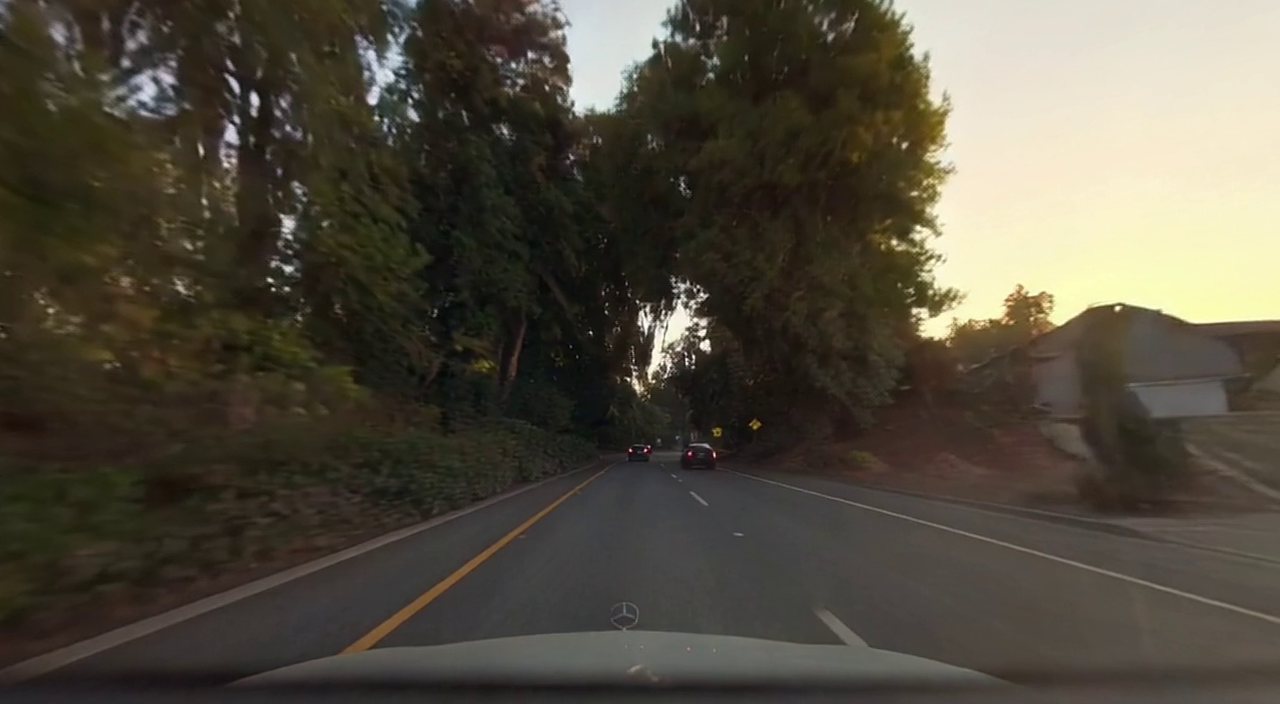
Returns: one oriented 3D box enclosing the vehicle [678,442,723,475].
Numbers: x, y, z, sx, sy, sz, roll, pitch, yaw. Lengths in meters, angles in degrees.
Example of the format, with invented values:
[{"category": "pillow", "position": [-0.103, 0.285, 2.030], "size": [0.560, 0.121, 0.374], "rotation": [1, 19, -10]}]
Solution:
[{"category": "vehicle", "position": [3.188, 5.690, 34.049], "size": [1.888, 1.640, 4.044], "rotation": [0, -8, -1]}]
